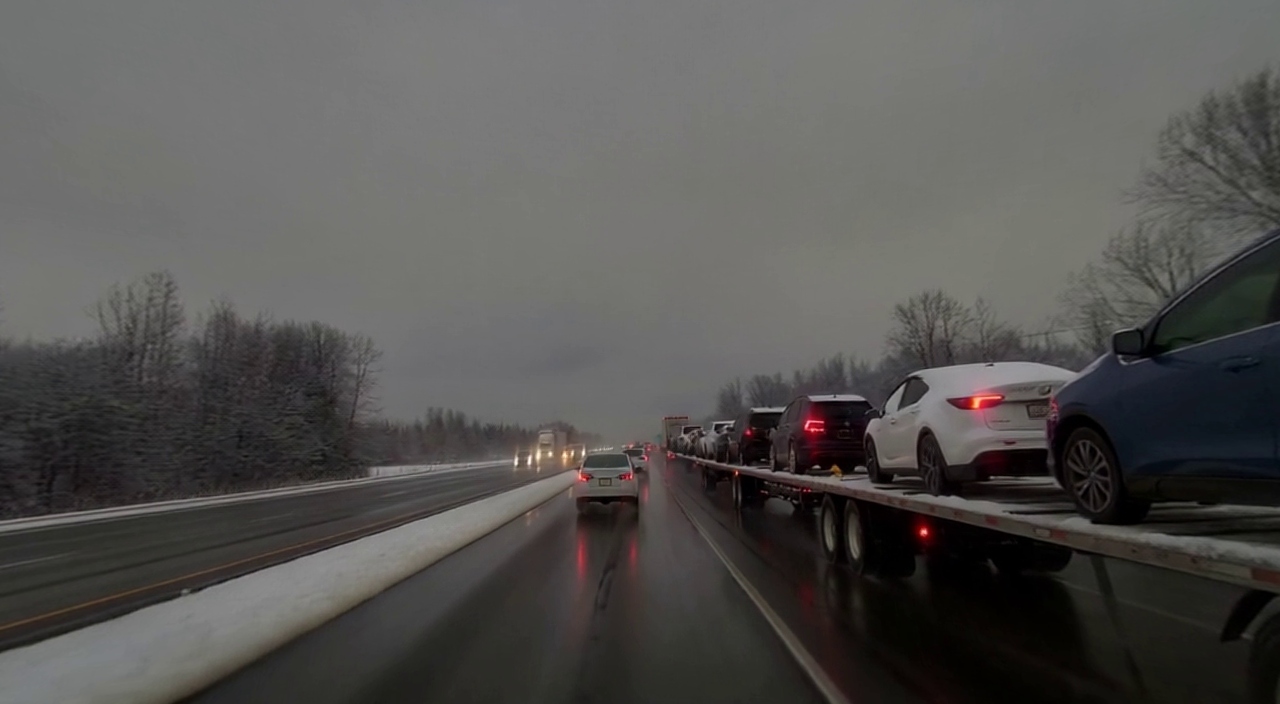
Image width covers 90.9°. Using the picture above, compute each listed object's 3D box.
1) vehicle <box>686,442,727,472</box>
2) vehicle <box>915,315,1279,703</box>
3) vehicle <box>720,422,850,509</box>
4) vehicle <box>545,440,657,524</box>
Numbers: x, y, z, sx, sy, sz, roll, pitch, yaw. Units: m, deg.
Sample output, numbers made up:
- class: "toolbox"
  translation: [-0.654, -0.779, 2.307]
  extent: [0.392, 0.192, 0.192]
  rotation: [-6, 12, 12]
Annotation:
- class: "vehicle"
  translation: [3.914, 6.254, 37.600]
  extent: [1.938, 1.660, 4.223]
  rotation: [0, -9, -1]
- class: "vehicle"
  translation: [3.484, 0.903, 3.410]
  extent: [1.959, 1.783, 4.407]
  rotation: [0, -9, 0]
- class: "vehicle"
  translation: [3.425, 2.789, 15.798]
  extent: [2.303, 1.889, 3.920]
  rotation: [0, -9, 0]
- class: "vehicle"
  translation: [-0.683, 2.618, 13.131]
  extent: [1.991, 1.466, 3.675]
  rotation: [0, -9, 0]
